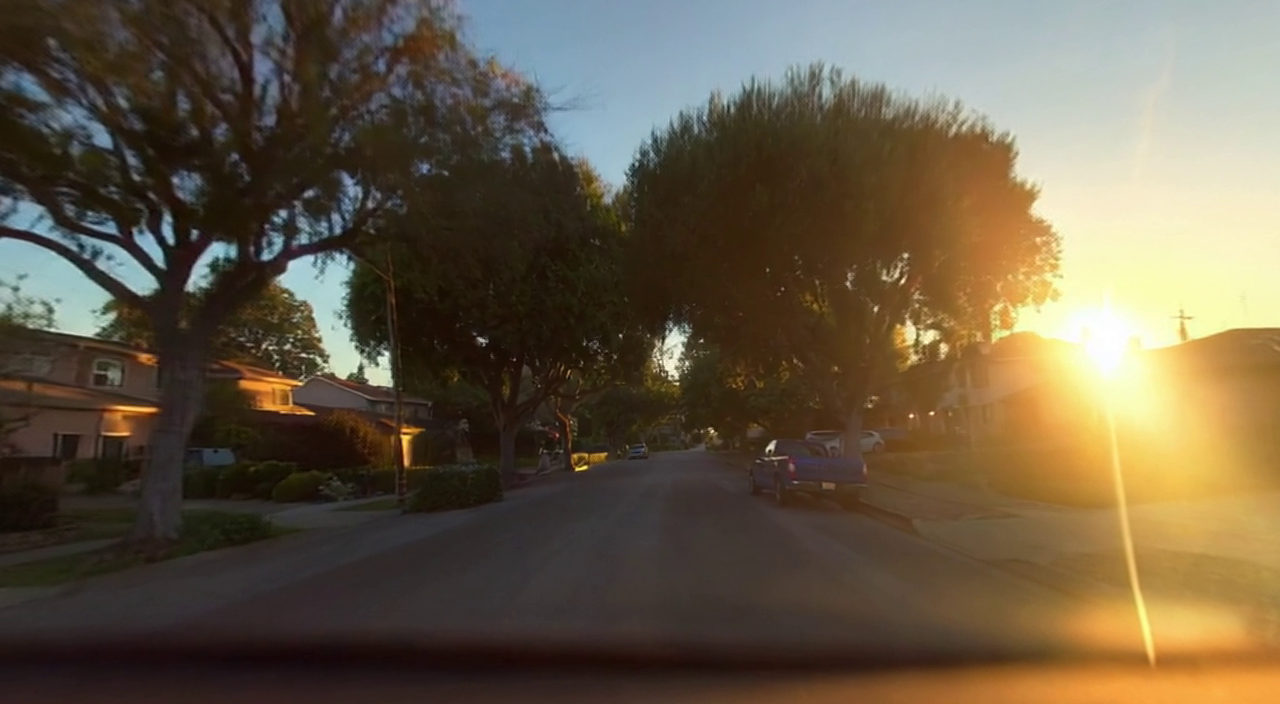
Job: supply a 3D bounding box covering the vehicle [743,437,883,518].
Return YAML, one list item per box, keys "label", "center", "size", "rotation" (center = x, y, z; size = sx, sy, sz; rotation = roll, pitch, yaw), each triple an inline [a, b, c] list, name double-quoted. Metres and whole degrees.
- label: "vehicle"
  center: [3.573, 2.654, 13.886]
  size: [2.006, 1.494, 4.211]
  rotation: [0, -9, 2]
